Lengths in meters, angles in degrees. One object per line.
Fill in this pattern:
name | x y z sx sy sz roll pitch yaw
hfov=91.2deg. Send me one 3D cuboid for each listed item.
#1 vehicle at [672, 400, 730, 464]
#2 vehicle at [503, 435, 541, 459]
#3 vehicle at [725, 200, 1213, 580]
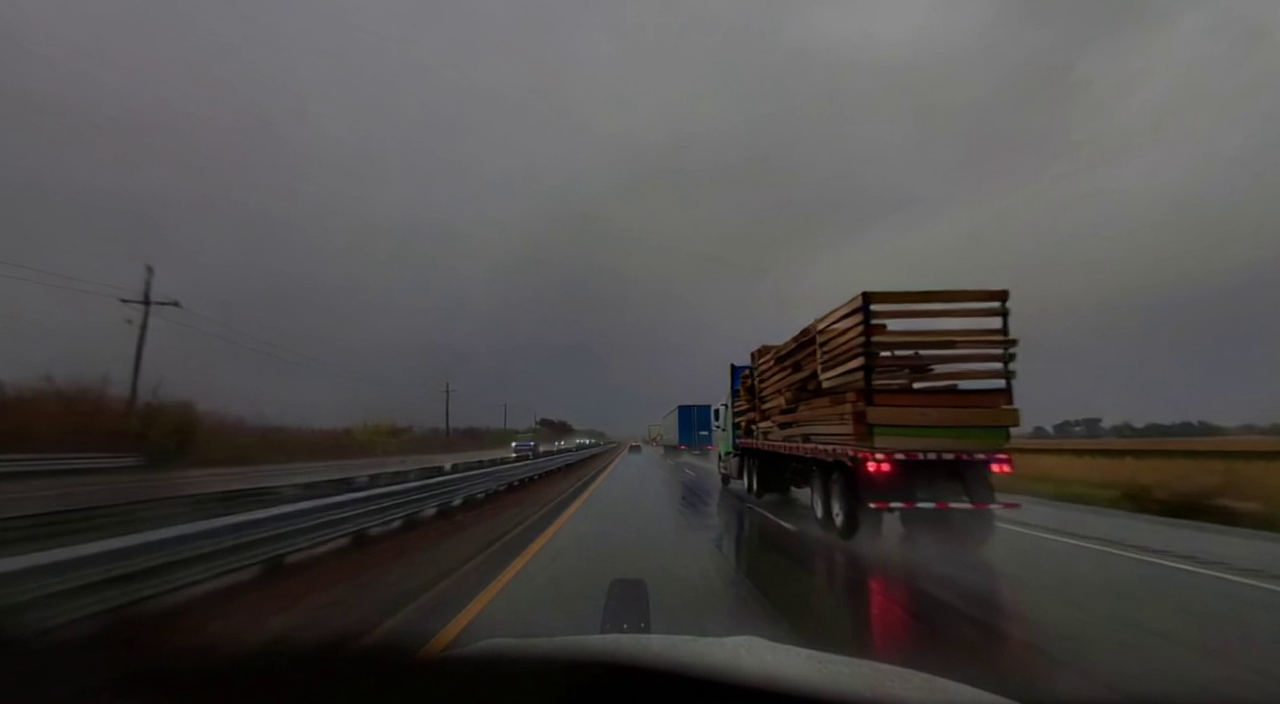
vehicle | 4.274 6.232 48.338 3.023 4.054 16.882 0 -8 1
vehicle | -8.813 7.150 47.223 1.952 1.647 4.249 0 -8 1
vehicle | 4.390 1.229 13.620 3.024 4.065 13.796 -1 -7 0
